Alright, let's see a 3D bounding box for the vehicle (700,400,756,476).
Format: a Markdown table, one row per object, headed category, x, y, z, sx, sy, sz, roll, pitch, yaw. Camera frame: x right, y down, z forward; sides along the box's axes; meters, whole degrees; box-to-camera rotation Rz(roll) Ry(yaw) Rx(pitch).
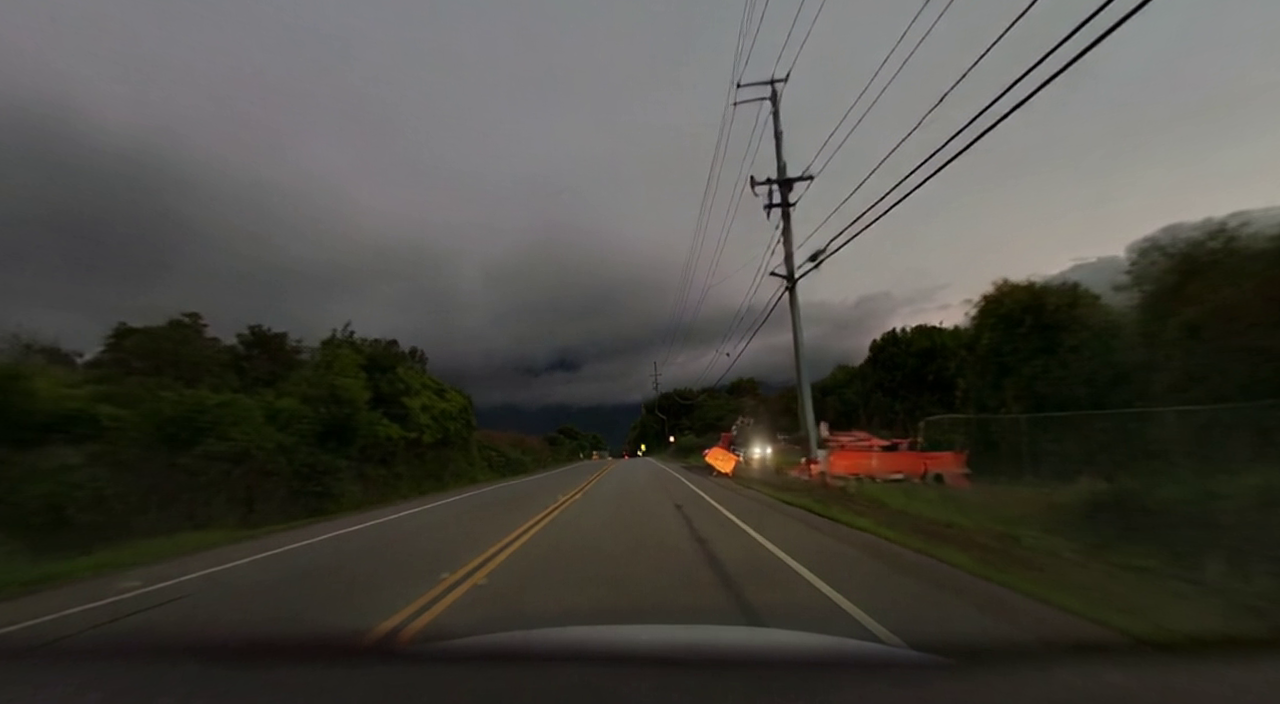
| category | x | y | z | sx | sy | sz | roll | pitch | yaw |
| --- | --- | --- | --- | --- | --- | --- | --- | --- | --- |
| vehicle | 3.986 | 3.932 | 28.989 | 2.374 | 3.357 | 1.724 | 0 | -9 | 4 |
